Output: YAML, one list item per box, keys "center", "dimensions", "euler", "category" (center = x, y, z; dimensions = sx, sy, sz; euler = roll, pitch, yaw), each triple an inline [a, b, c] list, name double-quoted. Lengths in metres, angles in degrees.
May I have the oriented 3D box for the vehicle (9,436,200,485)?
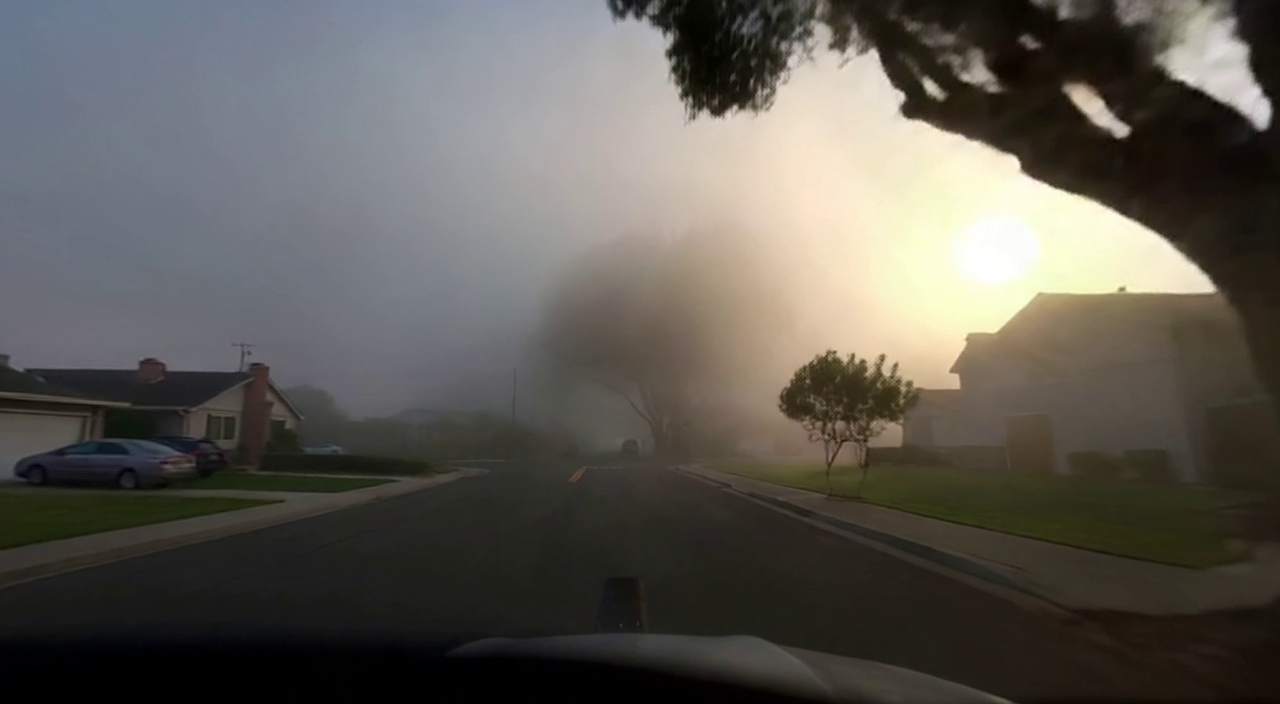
- center: [-17.490, 3.555, 20.835]
  dimensions: [4.307, 1.508, 2.072]
  euler: [0, -9, -1]
  category: "vehicle"
